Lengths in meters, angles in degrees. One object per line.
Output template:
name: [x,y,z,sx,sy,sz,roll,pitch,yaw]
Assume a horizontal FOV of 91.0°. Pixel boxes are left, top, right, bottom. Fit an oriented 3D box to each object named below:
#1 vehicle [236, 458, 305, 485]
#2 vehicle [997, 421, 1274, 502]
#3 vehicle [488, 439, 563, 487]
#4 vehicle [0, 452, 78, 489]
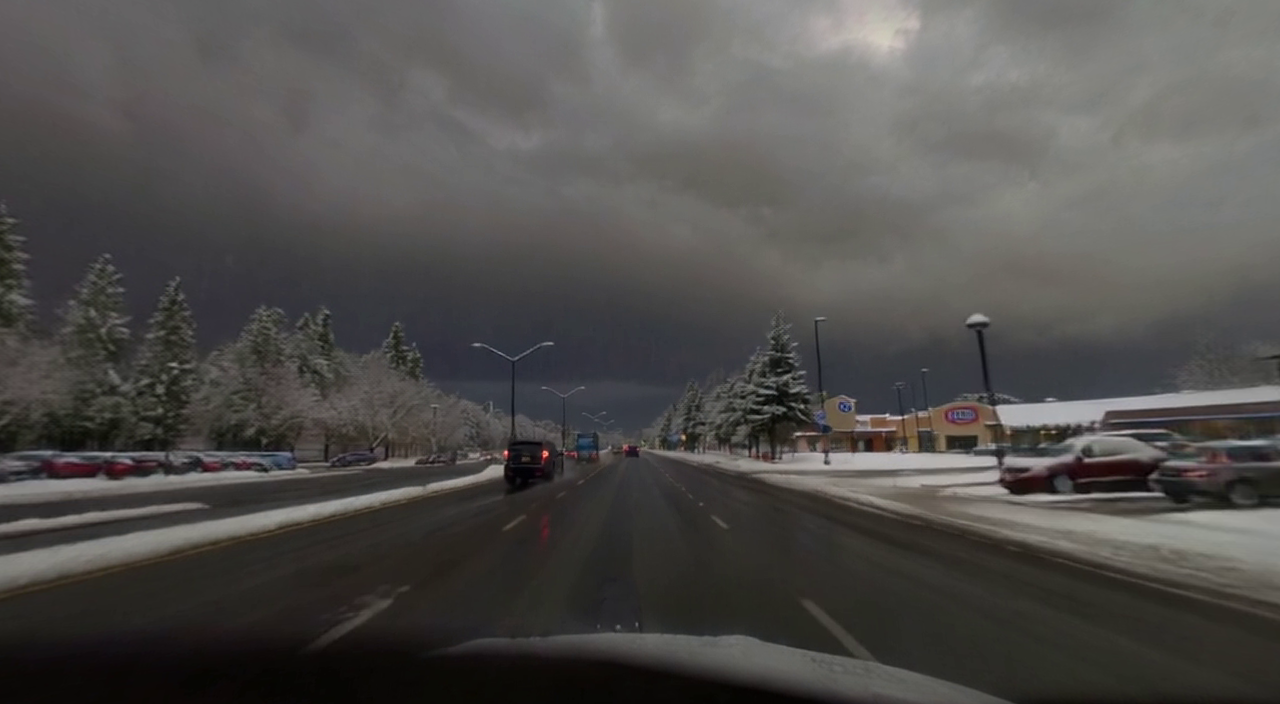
vehicle: [-22.964,7.415,39.291,1.858,1.530,4.044,0,-9,0]
vehicle: [12.793,2.858,16.525,5.500,1.749,2.057,-2,-9,-3]
vehicle: [-4.336,4.262,24.535,2.109,1.672,4.256,0,-9,0]
vehicle: [-33.072,6.135,32.778,5.432,1.801,2.152,0,-9,1]
